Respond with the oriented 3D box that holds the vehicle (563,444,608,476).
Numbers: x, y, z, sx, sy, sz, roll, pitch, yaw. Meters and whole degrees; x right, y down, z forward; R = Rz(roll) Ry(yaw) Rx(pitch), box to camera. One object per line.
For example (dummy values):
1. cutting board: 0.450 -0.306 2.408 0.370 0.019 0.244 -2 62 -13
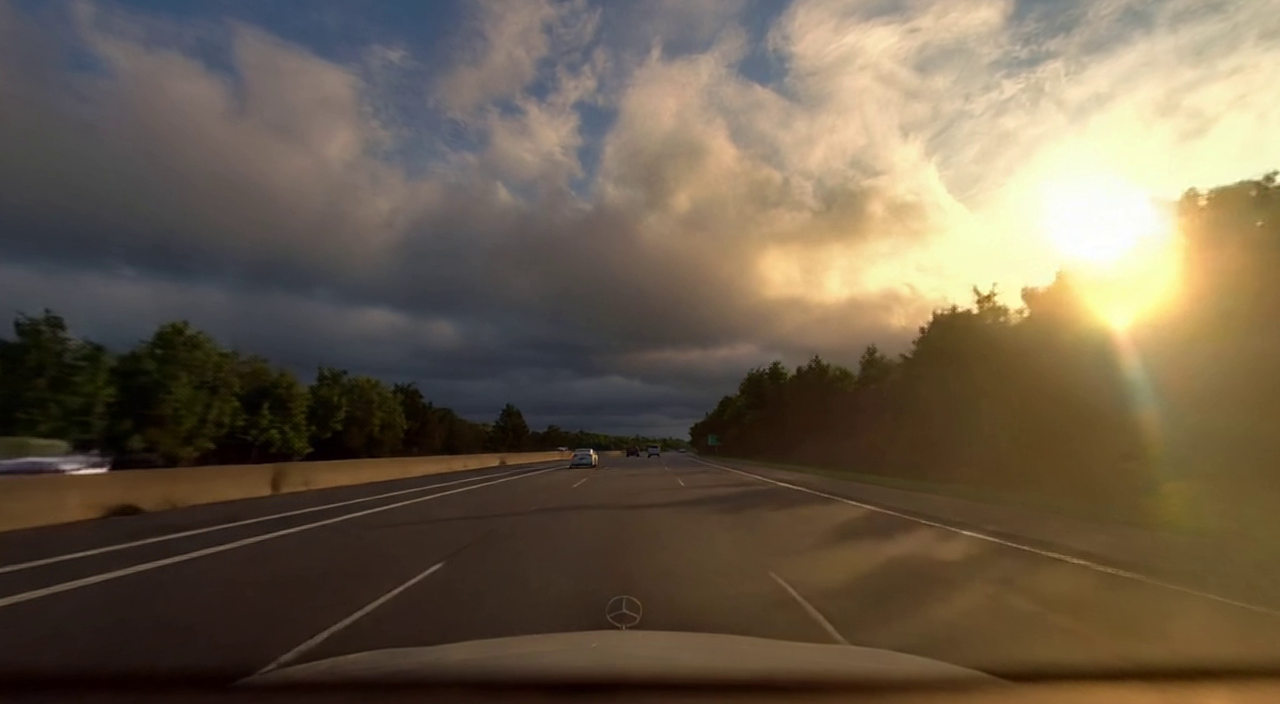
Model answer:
1. vehicle: -2.886 5.819 34.195 1.959 1.571 4.313 -1 -9 1
